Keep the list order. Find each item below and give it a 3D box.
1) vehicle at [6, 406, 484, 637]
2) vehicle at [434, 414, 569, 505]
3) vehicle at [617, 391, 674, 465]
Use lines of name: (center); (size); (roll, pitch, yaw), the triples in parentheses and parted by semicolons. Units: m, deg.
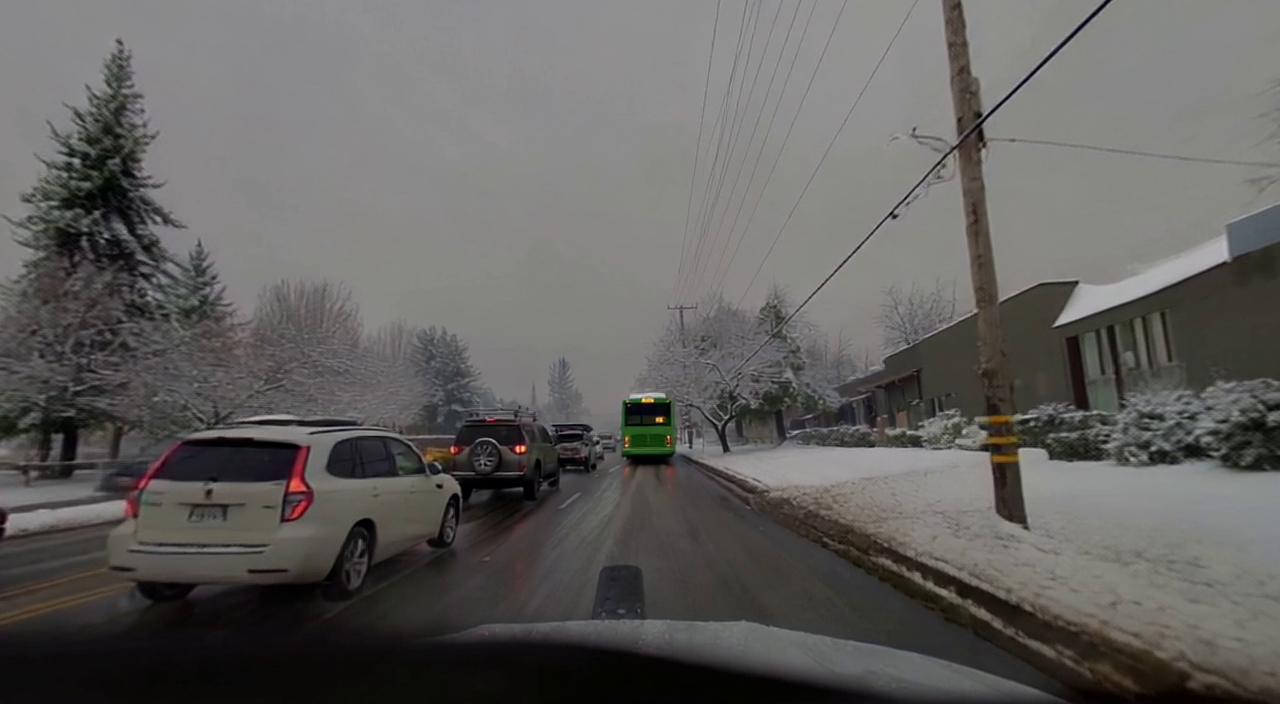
vehicle: (-3.292, 1.504, 6.652); (2.042, 1.571, 4.475); (0, -9, 1)
vehicle: (-3.192, 2.629, 15.783); (2.095, 1.892, 5.043); (0, -9, 1)
vehicle: (0.386, 4.912, 39.268); (2.970, 3.857, 12.200); (0, -9, 1)
